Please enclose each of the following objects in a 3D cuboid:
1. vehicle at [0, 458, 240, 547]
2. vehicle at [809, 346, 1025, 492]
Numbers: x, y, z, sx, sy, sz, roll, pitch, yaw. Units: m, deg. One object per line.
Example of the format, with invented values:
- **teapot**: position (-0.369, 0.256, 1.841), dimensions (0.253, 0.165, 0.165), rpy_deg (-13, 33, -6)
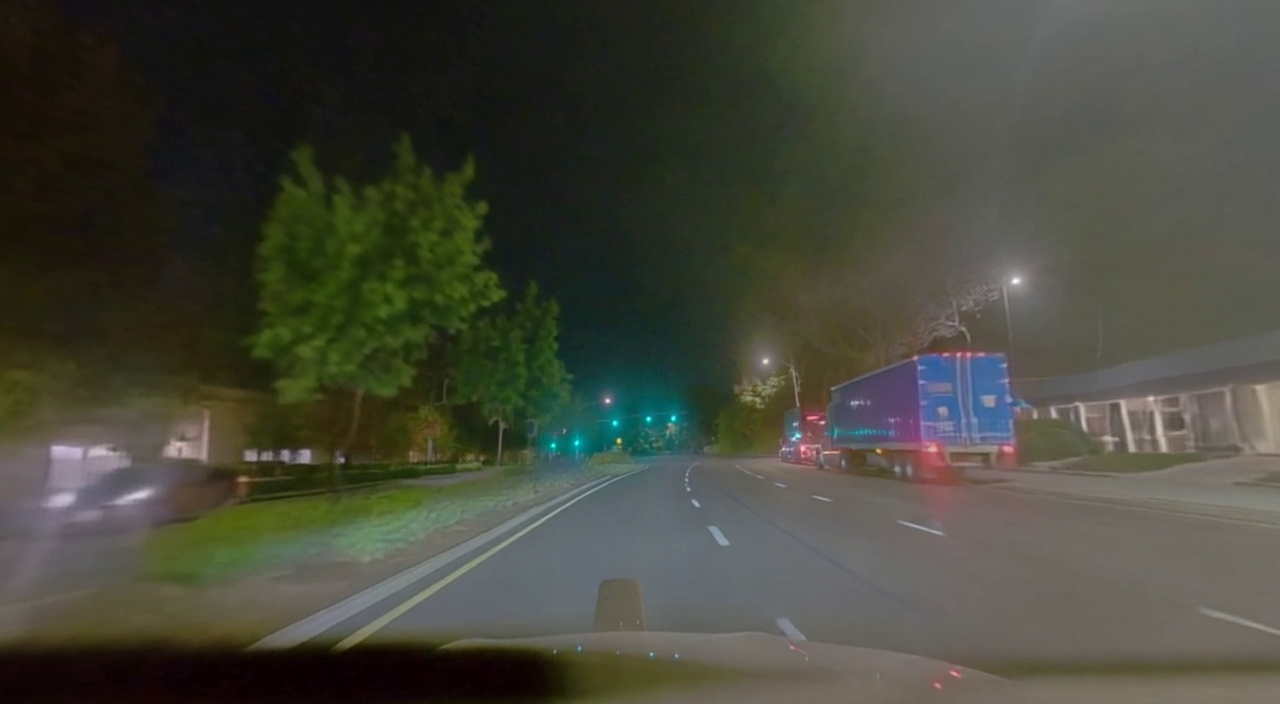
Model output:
- **vehicle**: position (-11.047, 3.078, 13.614), dimensions (1.907, 1.505, 4.354), rpy_deg (0, -9, 1)
- **vehicle**: position (10.753, 3.348, 28.096), dimensions (2.907, 4.439, 17.681), rpy_deg (0, -9, 4)
